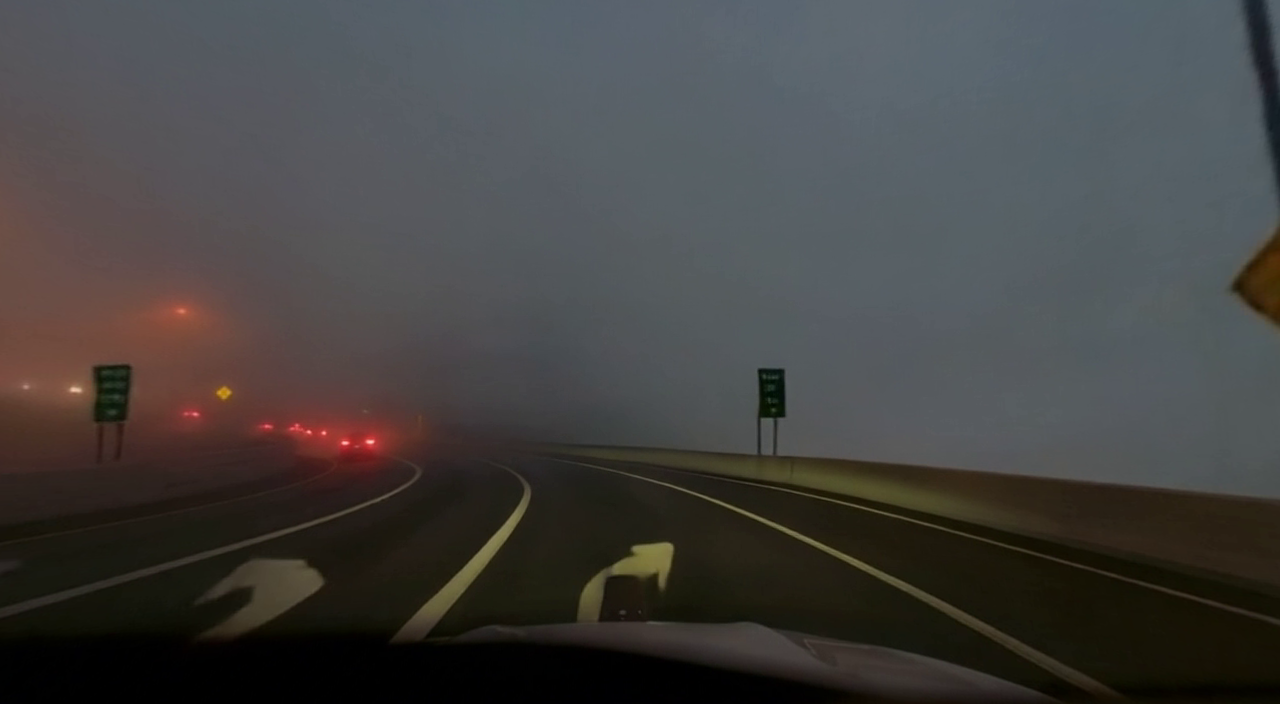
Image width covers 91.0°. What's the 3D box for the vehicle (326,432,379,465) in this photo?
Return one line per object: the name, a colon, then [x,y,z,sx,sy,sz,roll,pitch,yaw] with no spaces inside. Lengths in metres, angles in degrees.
vehicle: [-15.391,5.126,33.558,2.234,1.588,4.484,5,-9,-27]
